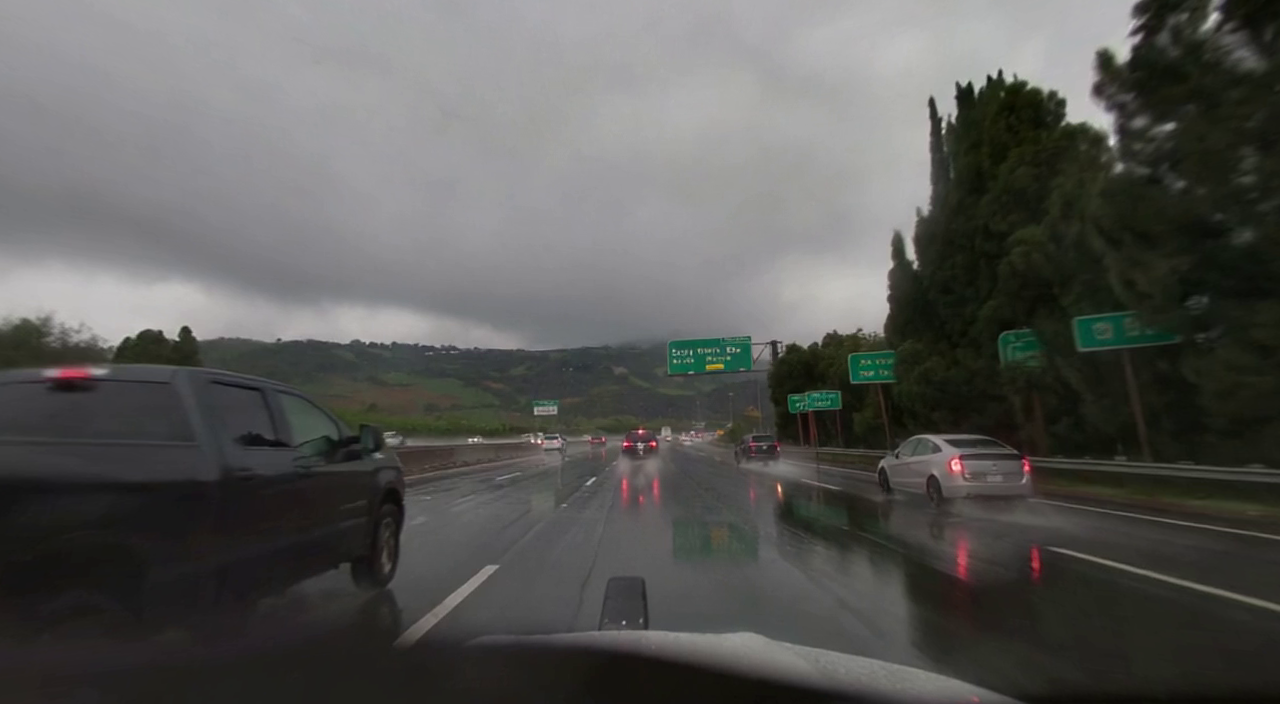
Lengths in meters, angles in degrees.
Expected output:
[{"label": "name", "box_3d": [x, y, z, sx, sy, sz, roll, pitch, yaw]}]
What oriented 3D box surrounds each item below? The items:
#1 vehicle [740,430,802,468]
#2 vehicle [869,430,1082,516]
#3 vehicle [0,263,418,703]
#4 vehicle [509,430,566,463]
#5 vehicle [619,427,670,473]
[{"label": "vehicle", "box_3d": [6.569, 4.919, 32.161, 2.067, 1.775, 4.372, 0, -8, -2]}, {"label": "vehicle", "box_3d": [6.639, 2.425, 13.192, 1.998, 1.456, 4.338, 0, -8, -1]}, {"label": "vehicle", "box_3d": [-3.511, 0.927, 3.871, 2.316, 1.999, 5.765, 0, -8, -2]}, {"label": "vehicle", "box_3d": [-6.078, 5.717, 38.242, 2.238, 1.837, 5.979, -1, -8, 2]}, {"label": "vehicle", "box_3d": [0.182, 4.185, 27.106, 2.052, 1.808, 3.898, 0, -8, 0]}]
